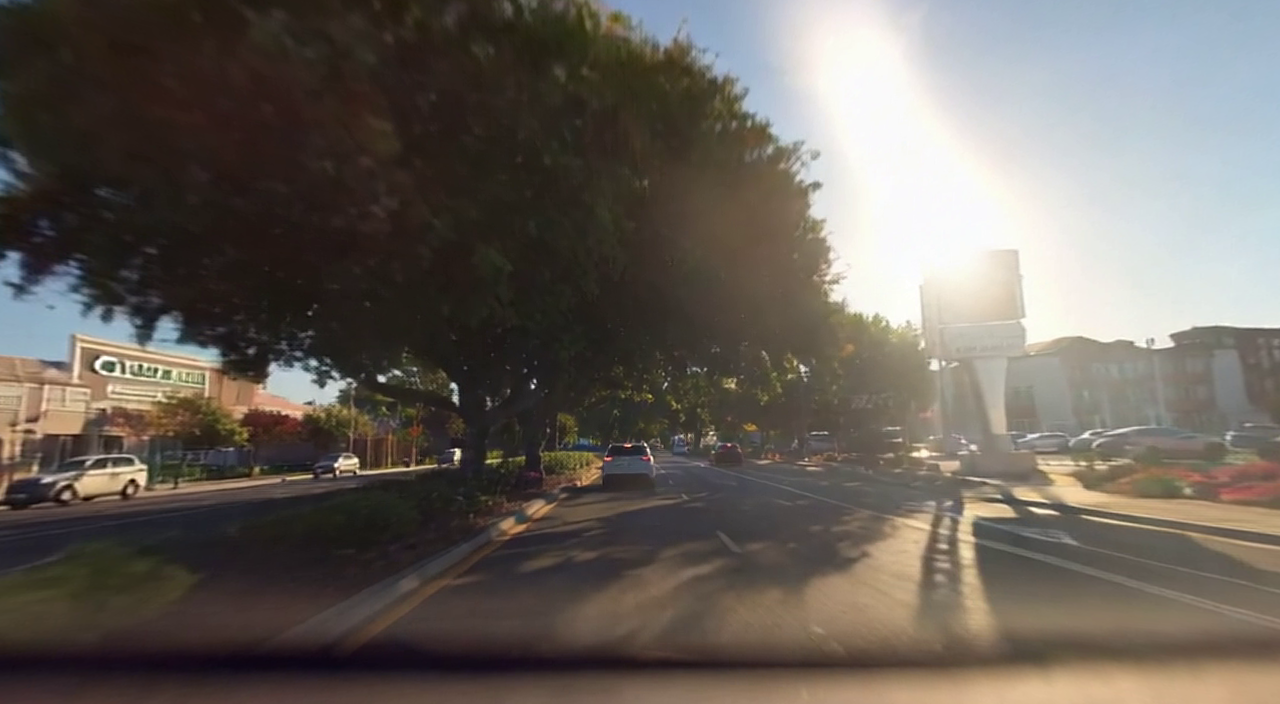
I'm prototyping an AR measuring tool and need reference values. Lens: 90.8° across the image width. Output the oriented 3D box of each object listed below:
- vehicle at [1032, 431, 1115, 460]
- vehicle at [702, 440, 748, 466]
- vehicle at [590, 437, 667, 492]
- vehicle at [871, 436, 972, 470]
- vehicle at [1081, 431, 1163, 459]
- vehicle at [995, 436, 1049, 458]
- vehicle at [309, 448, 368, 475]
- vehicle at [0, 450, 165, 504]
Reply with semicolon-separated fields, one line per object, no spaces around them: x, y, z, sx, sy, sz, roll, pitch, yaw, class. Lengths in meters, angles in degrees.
26.948;5.880;39.498;2.045;1.690;4.761;-1;-9;3;vehicle
5.620;6.775;42.356;2.244;1.618;4.585;0;-9;-2;vehicle
-0.323;3.431;19.470;2.106;1.496;3.964;0;-9;0;vehicle
14.984;5.404;33.792;4.358;1.732;2.129;0;-9;-3;vehicle
29.815;5.810;39.244;1.890;1.640;4.064;0;-9;2;vehicle
27.141;6.762;44.979;1.709;1.455;3.449;0;-9;1;vehicle
-19.536;7.081;41.127;1.862;1.606;4.071;0;-9;-1;vehicle
-19.190;4.249;22.009;2.021;1.666;4.247;0;-9;-1;vehicle
